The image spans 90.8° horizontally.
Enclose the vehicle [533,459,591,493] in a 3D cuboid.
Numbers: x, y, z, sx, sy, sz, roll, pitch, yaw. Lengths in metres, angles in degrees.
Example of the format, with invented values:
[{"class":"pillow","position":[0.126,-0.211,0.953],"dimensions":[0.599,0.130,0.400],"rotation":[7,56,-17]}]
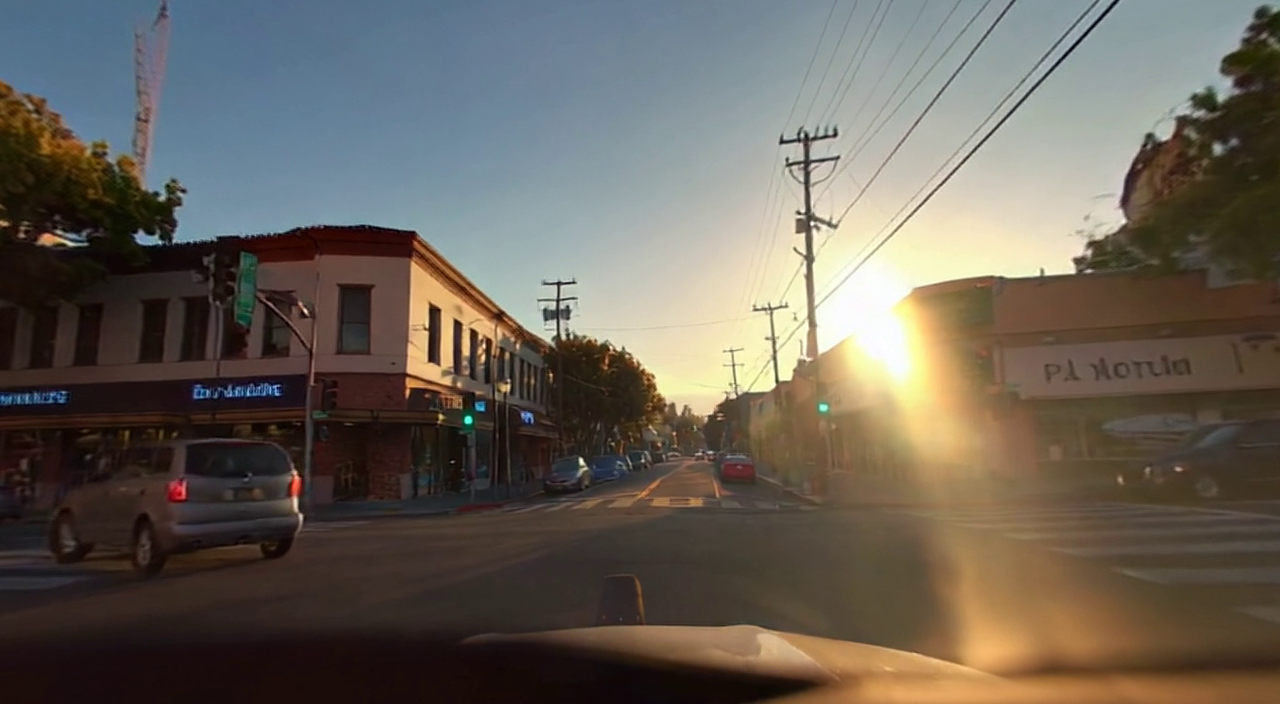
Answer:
[{"class":"vehicle","position":[-4.142,6.665,34.322],"dimensions":[2.179,1.596,4.286],"rotation":[-1,-9,7]}]

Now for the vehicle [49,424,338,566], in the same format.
[{"class":"vehicle","position":[-7.723,2.308,10.883],"dimensions":[4.611,1.882,2.440],"rotation":[-7,-11,34]}]

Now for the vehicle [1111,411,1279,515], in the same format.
[{"class":"vehicle","position":[13.512,2.198,12.825],"dimensions":[5.716,1.894,2.433],"rotation":[-2,-9,5]}]

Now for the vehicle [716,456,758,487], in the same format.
[{"class":"vehicle","position":[5.369,6.645,35.393],"dimensions":[2.062,1.526,3.989],"rotation":[-1,-9,5]}]
